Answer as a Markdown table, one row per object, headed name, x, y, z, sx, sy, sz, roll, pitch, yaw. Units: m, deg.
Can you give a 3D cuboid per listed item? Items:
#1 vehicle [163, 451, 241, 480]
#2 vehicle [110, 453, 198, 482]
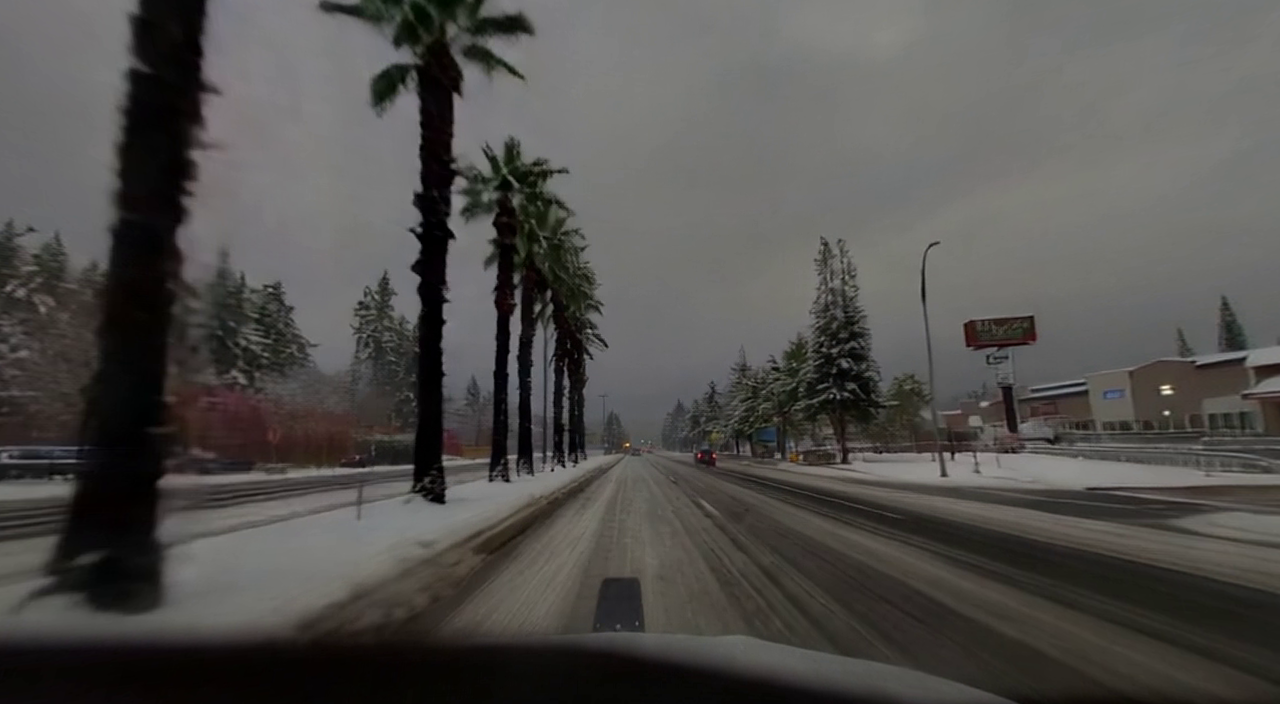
| name | x | y | z | sx | sy | sz | roll | pitch | yaw |
| --- | --- | --- | --- | --- | --- | --- | --- | --- | --- |
| vehicle | -26.579 | 6.918 | 38.394 | 1.914 | 1.581 | 4.486 | -1 | -9 | -6 |
| vehicle | -29.108 | 6.902 | 37.853 | 1.883 | 1.575 | 4.314 | -1 | -10 | -1 |
